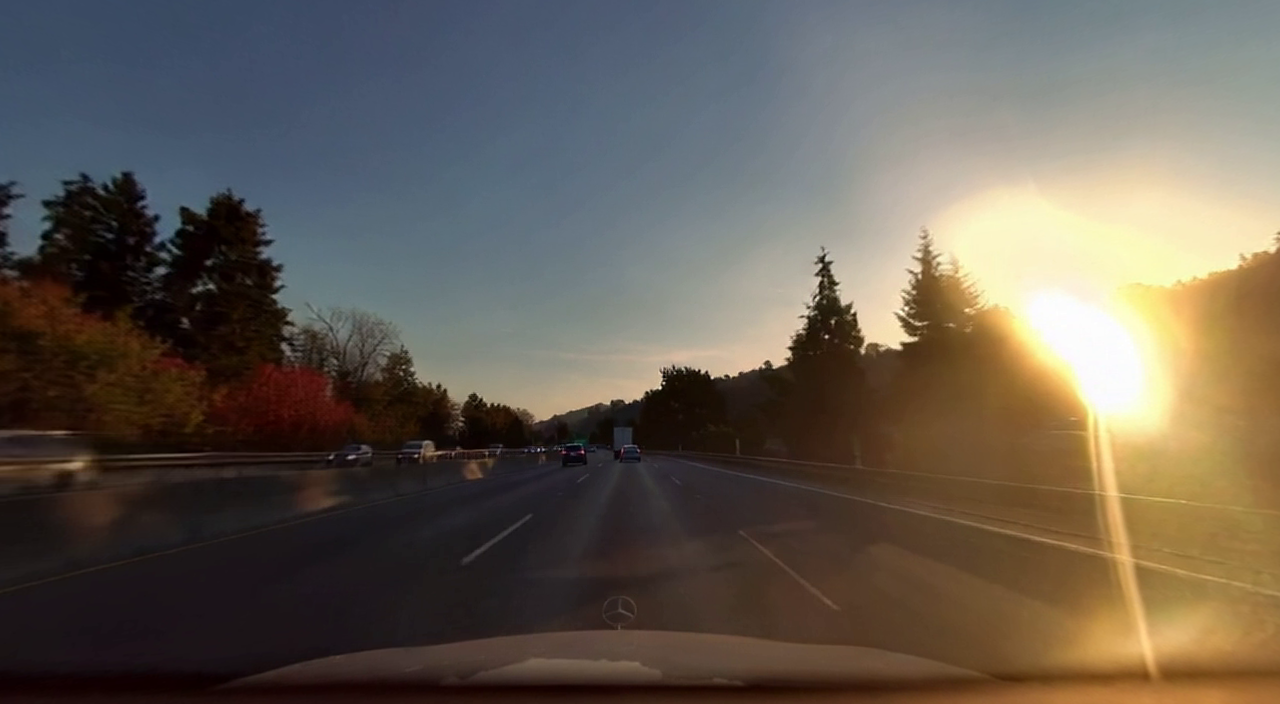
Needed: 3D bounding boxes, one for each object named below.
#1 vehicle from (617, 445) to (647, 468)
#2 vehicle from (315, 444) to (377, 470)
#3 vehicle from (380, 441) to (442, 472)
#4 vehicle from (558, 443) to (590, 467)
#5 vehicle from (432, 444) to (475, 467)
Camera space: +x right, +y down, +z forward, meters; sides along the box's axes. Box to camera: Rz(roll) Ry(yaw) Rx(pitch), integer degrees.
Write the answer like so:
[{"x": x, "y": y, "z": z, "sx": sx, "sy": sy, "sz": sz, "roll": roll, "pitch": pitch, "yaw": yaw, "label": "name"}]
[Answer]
[{"x": -0.607, "y": 7.516, "z": 45.166, "sx": 2.084, "sy": 1.582, "sz": 3.882, "roll": 0, "pitch": -9, "yaw": -2, "label": "vehicle"}, {"x": -18.380, "y": 6.582, "z": 39.411, "sx": 1.822, "sy": 1.497, "sz": 4.474, "roll": 0, "pitch": -9, "yaw": -2, "label": "vehicle"}, {"x": -12.576, "y": 5.774, "z": 34.715, "sx": 1.867, "sy": 1.566, "sz": 4.012, "roll": 0, "pitch": -9, "yaw": 0, "label": "vehicle"}, {"x": -4.903, "y": 7.762, "z": 47.127, "sx": 2.098, "sy": 1.692, "sz": 4.038, "roll": 0, "pitch": -9, "yaw": -2, "label": "vehicle"}, {"x": -13.353, "y": 7.456, "z": 45.208, "sx": 1.892, "sy": 1.515, "sz": 4.045, "roll": 0, "pitch": -9, "yaw": -1, "label": "vehicle"}]
